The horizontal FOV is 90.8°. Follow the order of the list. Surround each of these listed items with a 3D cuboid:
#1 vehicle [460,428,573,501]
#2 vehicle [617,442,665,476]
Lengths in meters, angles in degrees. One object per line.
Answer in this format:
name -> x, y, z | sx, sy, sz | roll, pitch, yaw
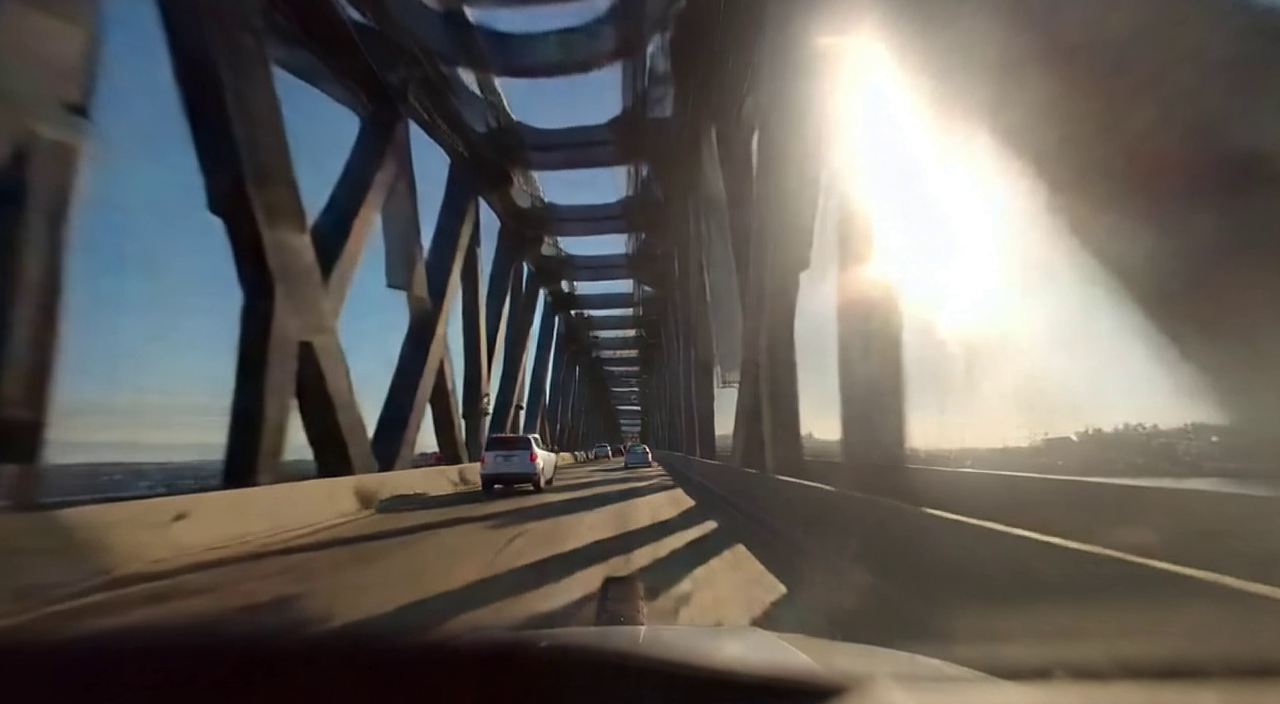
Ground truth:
vehicle -> -3.317, 3.153, 18.129 | 2.190, 1.807, 4.741 | 0, -8, 1
vehicle -> 0.008, 4.881, 29.082 | 2.048, 1.450, 3.973 | 0, -8, -1
